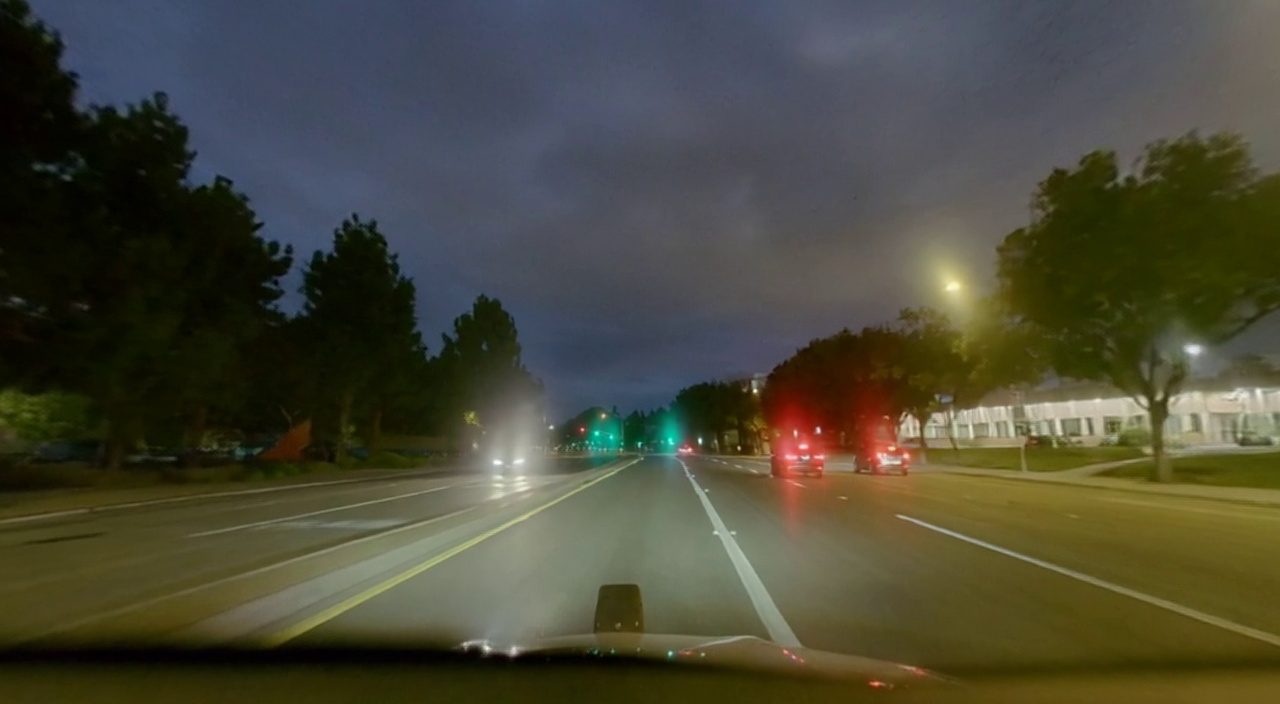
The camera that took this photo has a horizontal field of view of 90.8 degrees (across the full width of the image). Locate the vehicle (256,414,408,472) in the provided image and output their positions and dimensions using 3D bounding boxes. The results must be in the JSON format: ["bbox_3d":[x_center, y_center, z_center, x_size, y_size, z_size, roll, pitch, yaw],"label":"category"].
[{"bbox_3d":[-19.797,5.901,40.976,8.324,3.550,2.670,0,-9,1],"label":"vehicle"}]

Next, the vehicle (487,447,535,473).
[{"bbox_3d":[-7.948,6.675,39.319,1.865,1.503,4.375,-1,-8,3],"label":"vehicle"}]

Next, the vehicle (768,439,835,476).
[{"bbox_3d":[7.644,5.038,30.354,2.181,1.639,4.127,0,-8,1],"label":"vehicle"}]

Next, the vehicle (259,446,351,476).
[{"bbox_3d":[-18.737,6.096,35.405,4.259,1.396,1.815,-4,-8,6],"label":"vehicle"}]

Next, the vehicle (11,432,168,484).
[{"bbox_3d":[-26.353,5.104,30.393,5.472,2.114,2.482,-3,-9,5],"label":"vehicle"}]
